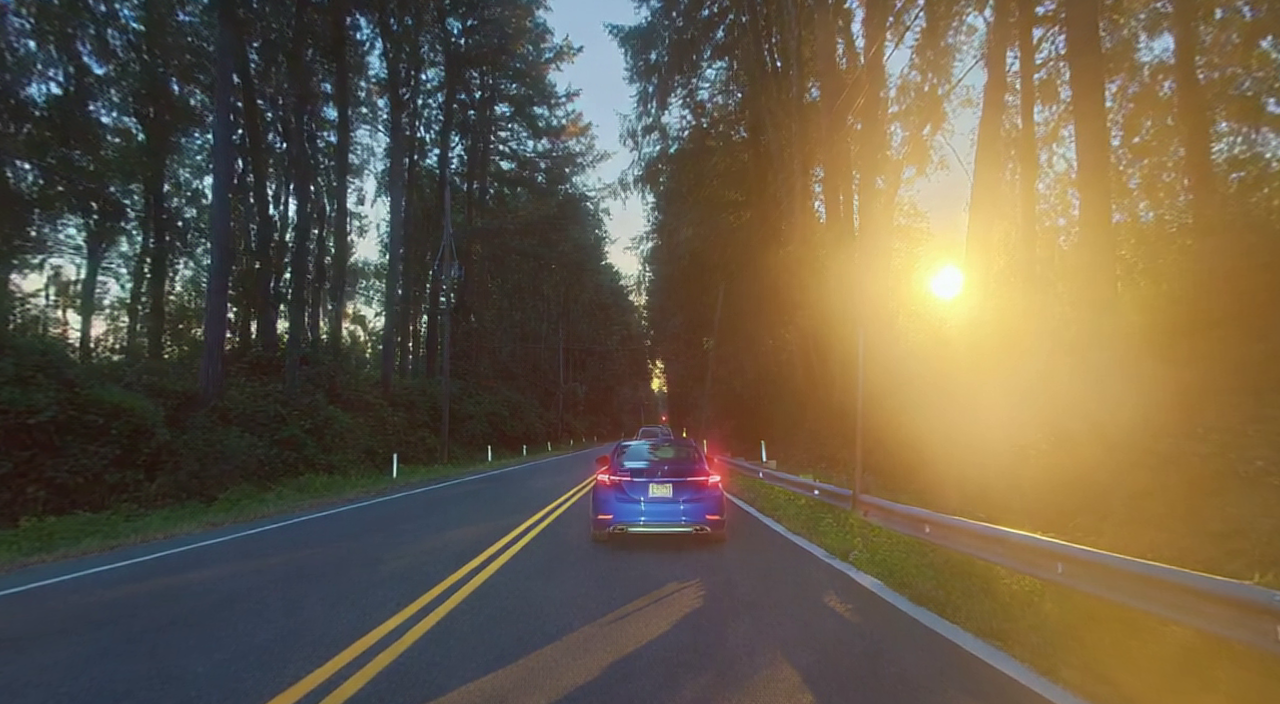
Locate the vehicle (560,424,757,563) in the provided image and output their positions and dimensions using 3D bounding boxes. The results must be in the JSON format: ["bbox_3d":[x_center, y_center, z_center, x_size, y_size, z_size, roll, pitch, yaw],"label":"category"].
[{"bbox_3d":[0.234,1.853,8.937,2.187,1.533,3.726,0,-8,1],"label":"vehicle"}]
